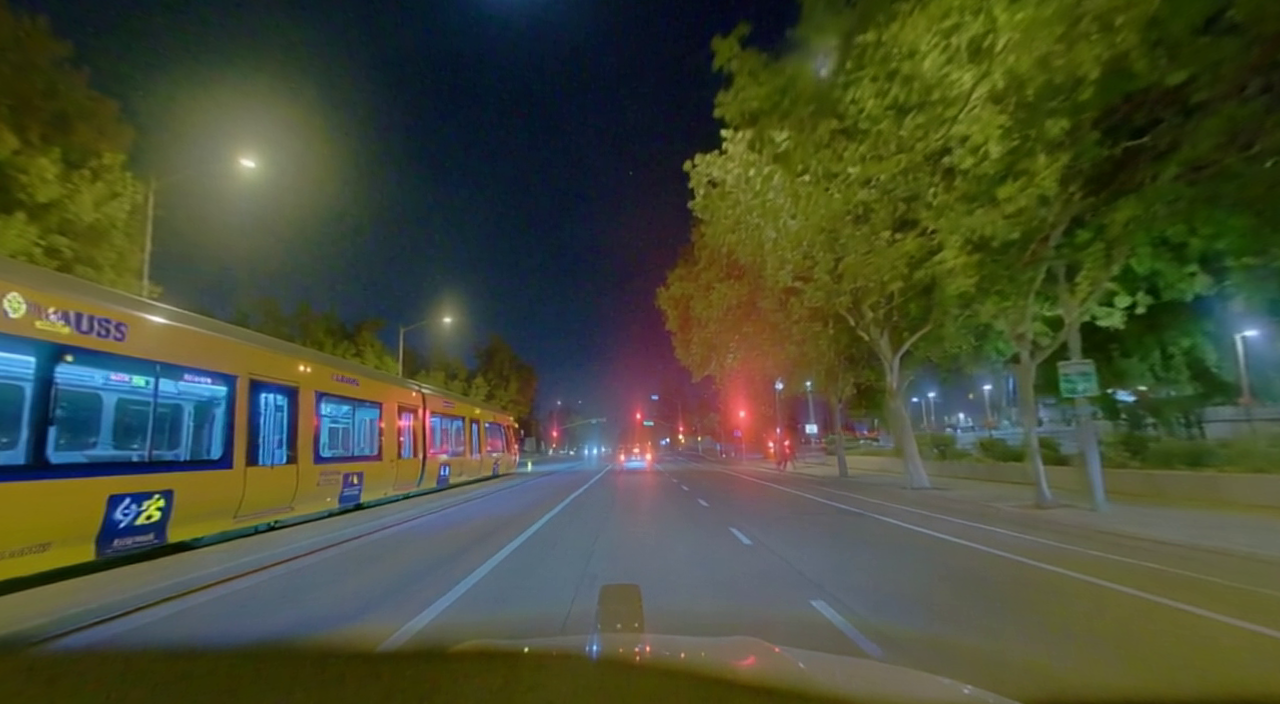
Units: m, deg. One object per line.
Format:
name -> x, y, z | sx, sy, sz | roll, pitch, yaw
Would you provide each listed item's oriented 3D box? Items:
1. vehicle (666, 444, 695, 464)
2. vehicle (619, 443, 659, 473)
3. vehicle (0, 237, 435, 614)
vehicle -> 3.116, 7.915, 49.109 | 1.944, 1.447, 4.392 | 0, -8, 0
vehicle -> -0.072, 5.558, 33.440 | 2.002, 1.471, 4.337 | 0, -8, 0
vehicle -> -7.793, 1.501, 12.671 | 2.897, 3.700, 13.528 | 0, -7, 0
